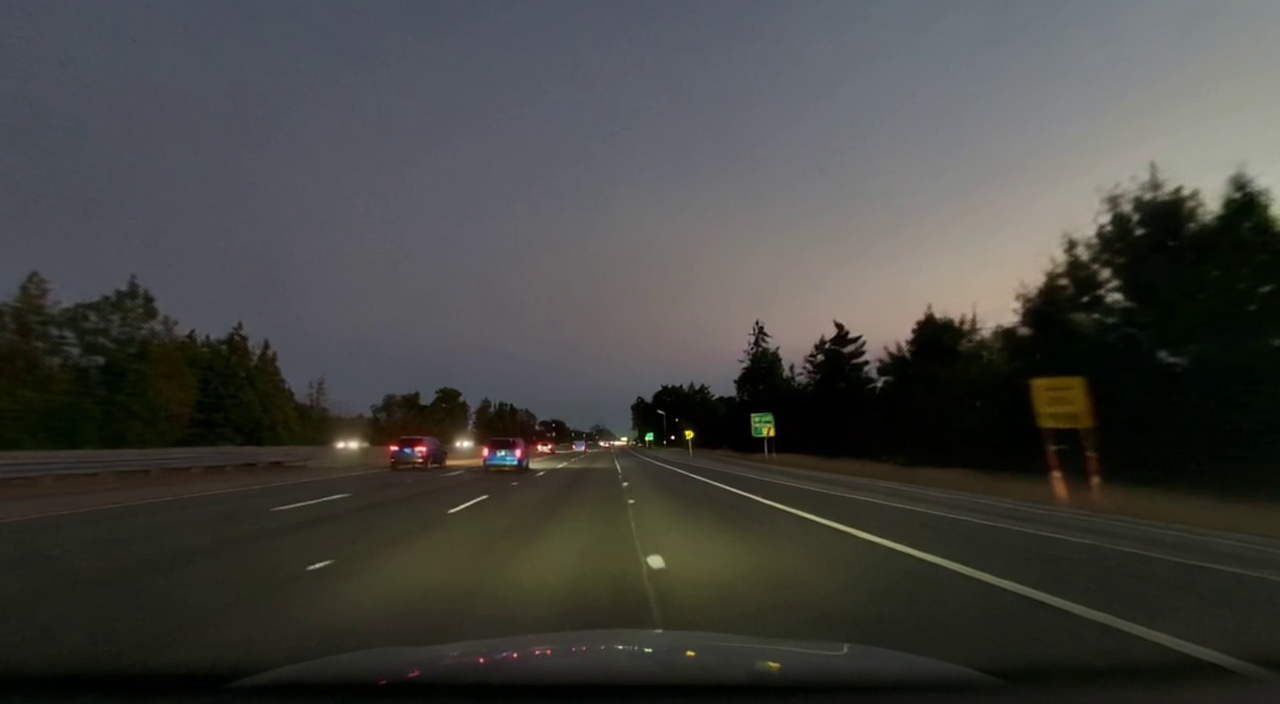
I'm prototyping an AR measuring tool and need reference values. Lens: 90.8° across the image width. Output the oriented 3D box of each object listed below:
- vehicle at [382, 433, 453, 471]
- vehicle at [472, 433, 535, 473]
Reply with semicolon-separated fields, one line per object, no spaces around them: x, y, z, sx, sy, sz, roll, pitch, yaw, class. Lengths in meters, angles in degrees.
-10.793;4.885;31.019;2.016;1.711;4.365;0;-9;-2;vehicle
-6.436;4.839;30.312;2.146;1.766;4.502;0;-9;-2;vehicle
